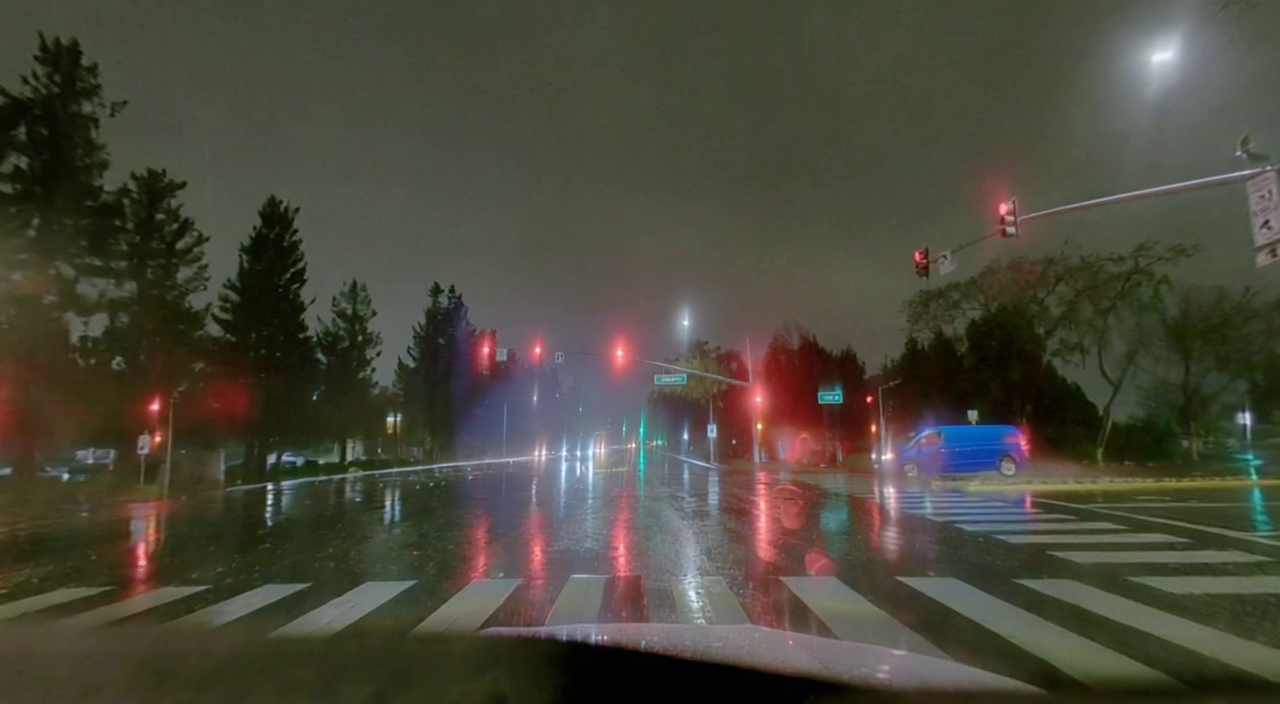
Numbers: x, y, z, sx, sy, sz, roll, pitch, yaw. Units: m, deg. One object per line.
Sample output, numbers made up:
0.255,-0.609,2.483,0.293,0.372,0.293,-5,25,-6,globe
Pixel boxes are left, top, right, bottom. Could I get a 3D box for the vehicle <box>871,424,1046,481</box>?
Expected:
10.545,3.359,21.178,4.790,1.798,1.909,0,-8,0,vehicle
